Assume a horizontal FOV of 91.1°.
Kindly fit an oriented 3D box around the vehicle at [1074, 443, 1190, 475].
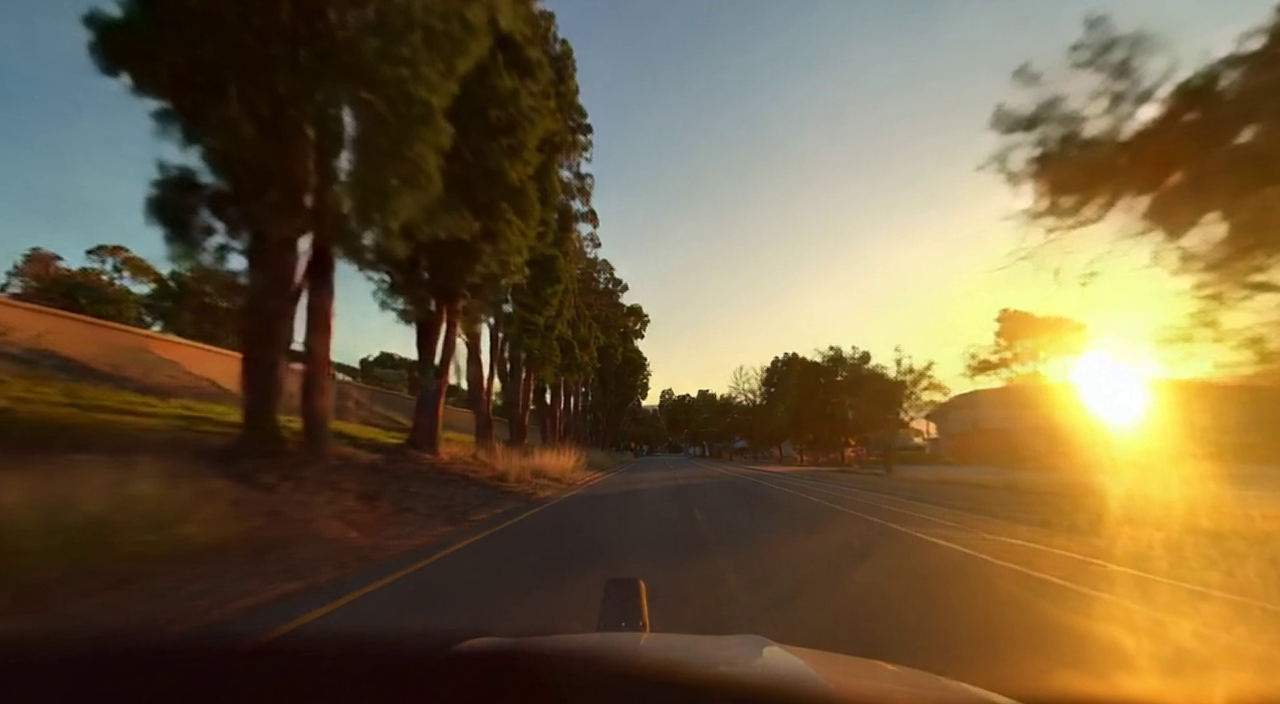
[{"bbox_3d":[26.051,5.678,33.379,4.473,1.581,1.973,0,-9,-1],"label":"vehicle"}]
